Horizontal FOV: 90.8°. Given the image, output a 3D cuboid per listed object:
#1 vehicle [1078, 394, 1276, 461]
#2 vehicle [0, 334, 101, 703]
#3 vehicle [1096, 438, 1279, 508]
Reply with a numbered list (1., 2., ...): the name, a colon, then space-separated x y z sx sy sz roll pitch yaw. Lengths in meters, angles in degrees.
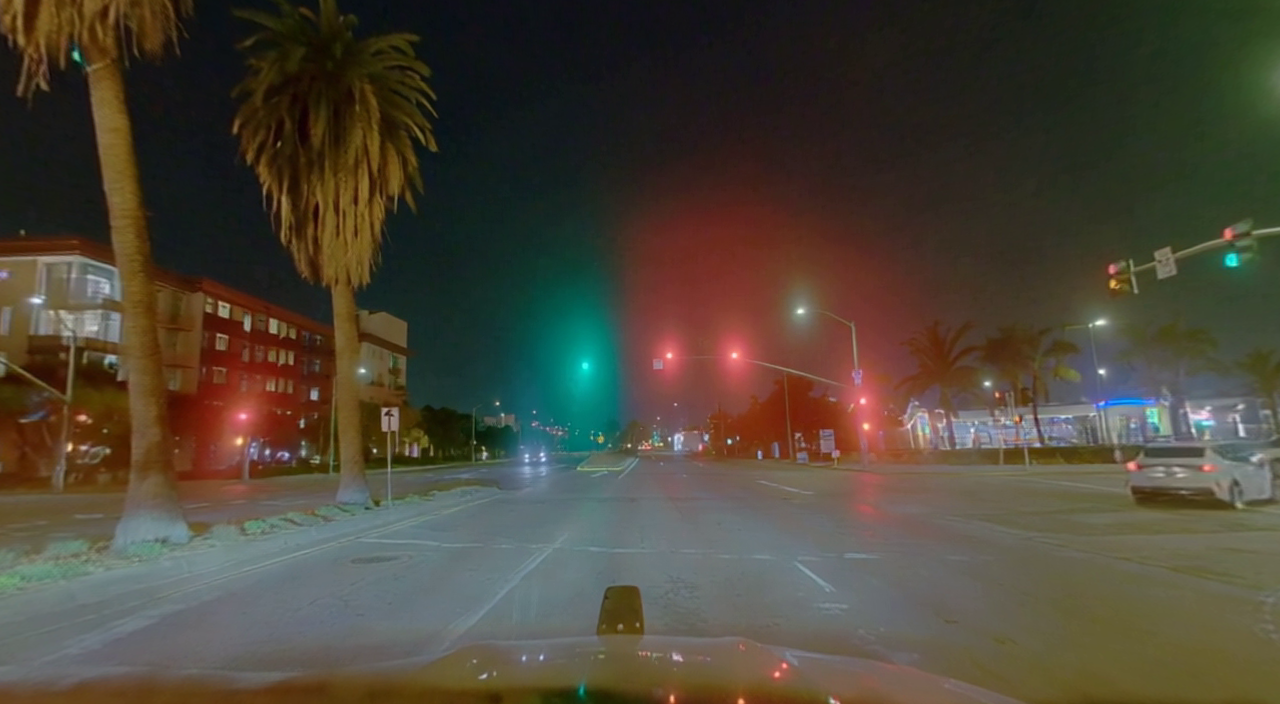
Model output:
1. vehicle: 32.621 4.777 39.326 2.863 3.609 10.252 0 -8 -3
2. vehicle: -3.334 0.482 0.280 2.026 1.723 4.832 0 -9 -2
3. vehicle: 13.590 2.883 15.427 4.520 1.475 2.003 4 -10 -27
